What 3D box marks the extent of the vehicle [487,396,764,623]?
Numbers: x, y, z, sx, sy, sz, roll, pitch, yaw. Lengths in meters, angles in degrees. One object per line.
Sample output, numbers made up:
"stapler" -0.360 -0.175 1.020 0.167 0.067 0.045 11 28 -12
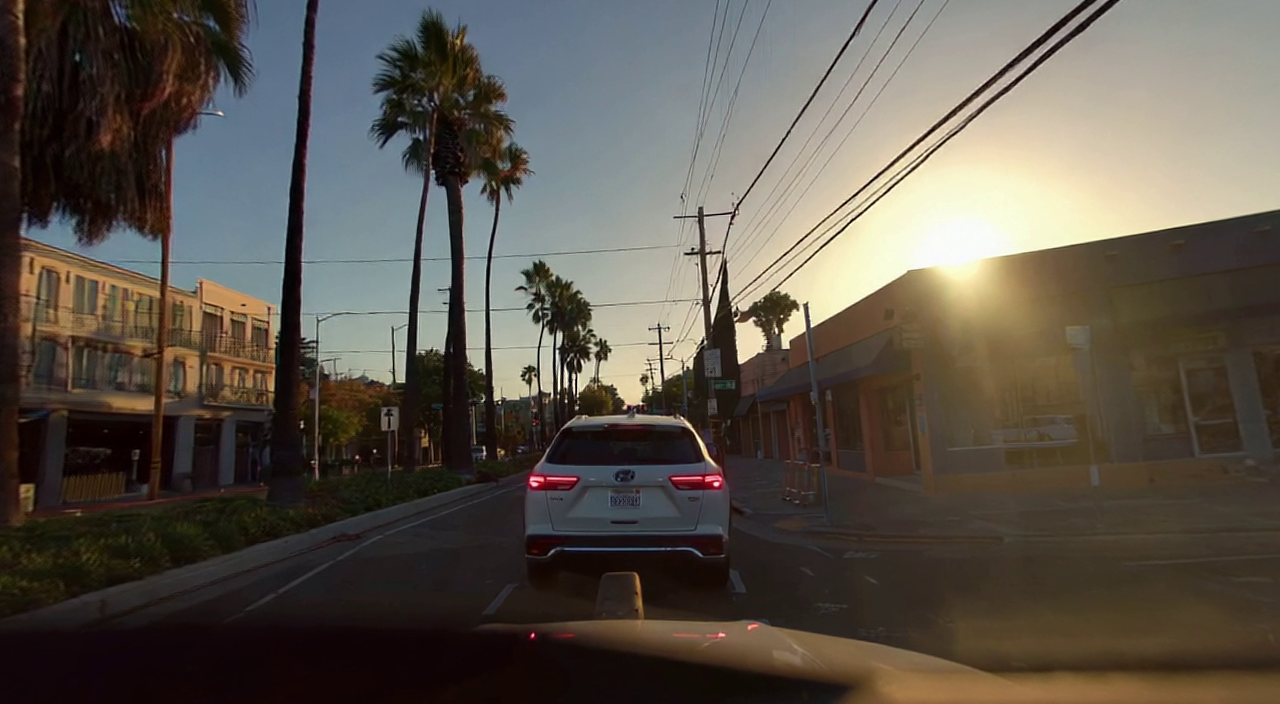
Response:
"vehicle" -0.195 1.470 6.778 2.105 1.702 3.750 0 -8 -3
